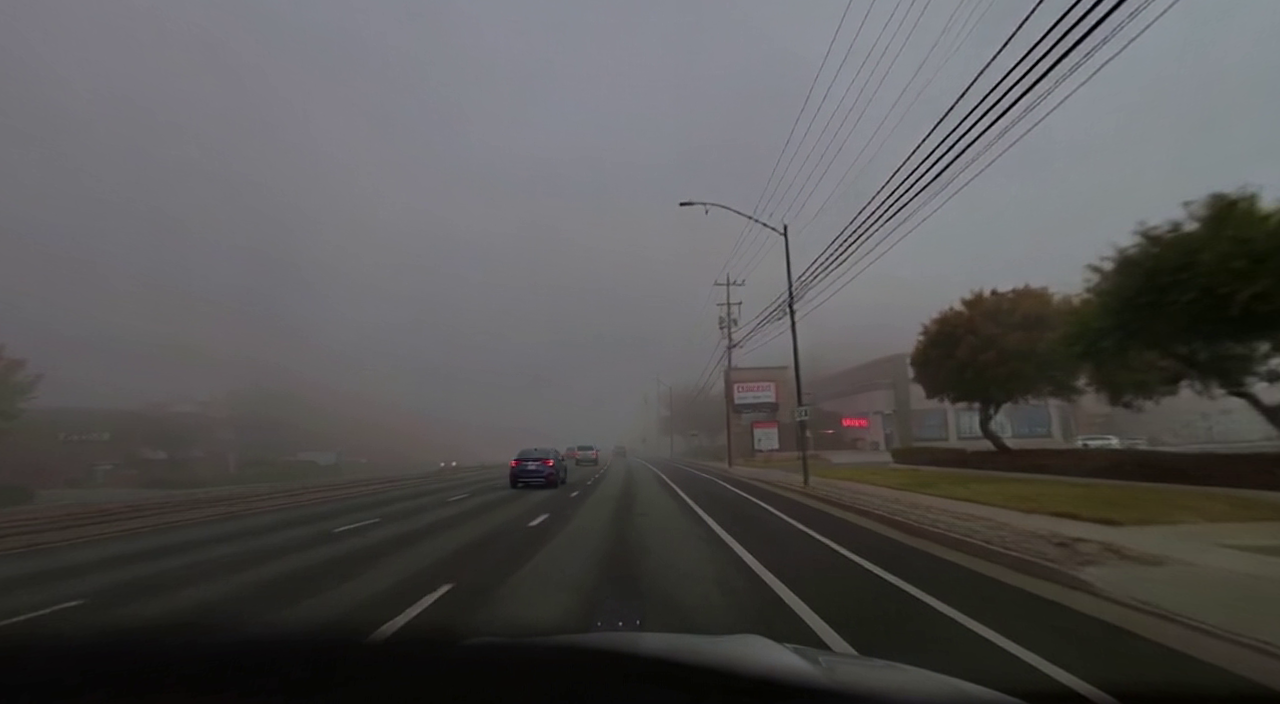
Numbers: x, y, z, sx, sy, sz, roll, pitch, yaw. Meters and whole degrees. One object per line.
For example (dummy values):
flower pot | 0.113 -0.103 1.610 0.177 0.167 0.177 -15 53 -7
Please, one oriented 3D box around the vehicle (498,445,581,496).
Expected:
vehicle | -3.136 3.812 20.643 1.942 1.469 4.426 0 -9 1
